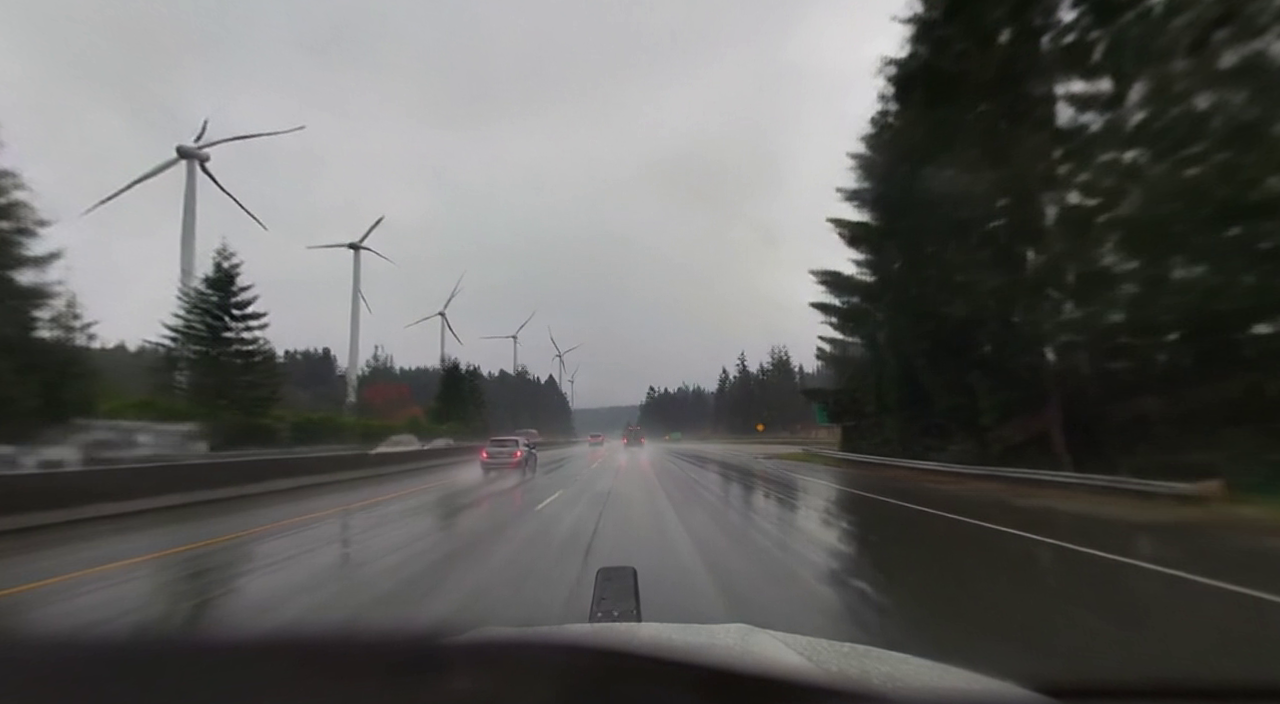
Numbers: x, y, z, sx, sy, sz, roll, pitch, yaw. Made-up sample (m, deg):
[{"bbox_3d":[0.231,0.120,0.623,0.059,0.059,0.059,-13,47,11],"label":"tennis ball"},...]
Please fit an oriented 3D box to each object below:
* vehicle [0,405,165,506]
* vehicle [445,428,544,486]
[{"bbox_3d":[-16.649,2.800,17.378,2.554,2.392,5.783,0,-8,0],"label":"vehicle"},{"bbox_3d":[-4.139,3.042,18.609,1.950,1.511,3.965,0,-8,0],"label":"vehicle"}]
